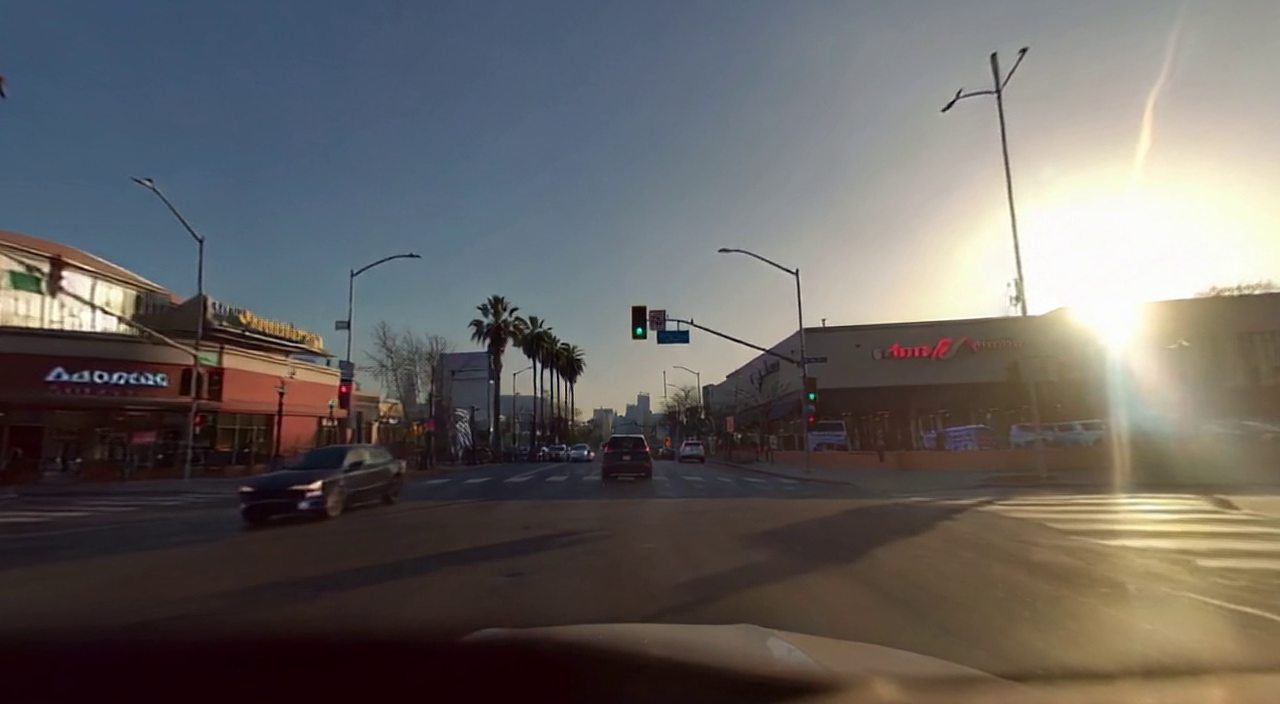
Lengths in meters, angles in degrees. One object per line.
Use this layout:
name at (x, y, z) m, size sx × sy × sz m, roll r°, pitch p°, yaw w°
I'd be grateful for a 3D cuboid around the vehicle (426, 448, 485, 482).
vehicle at (-9.331, 5.734, 32.269) m, size 1.866 × 1.541 × 3.953 m, roll -2°, pitch -9°, yaw 0°

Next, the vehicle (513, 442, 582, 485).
vehicle at (-3.450, 4.251, 24.411) m, size 1.921 × 1.491 × 4.332 m, roll 0°, pitch -9°, yaw 1°

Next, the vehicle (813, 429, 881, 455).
vehicle at (11.486, 5.075, 35.356) m, size 2.598 × 1.299 × 3.611 m, roll -1°, pitch -10°, yaw 0°

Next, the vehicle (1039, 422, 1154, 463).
vehicle at (19.363, 3.818, 27.048) m, size 1.865 × 1.473 × 3.989 m, roll 1°, pitch -5°, yaw -3°

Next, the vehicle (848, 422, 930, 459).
vehicle at (11.562, 4.188, 29.671) m, size 1.899 × 1.550 × 4.531 m, roll -1°, pitch -9°, yaw -1°

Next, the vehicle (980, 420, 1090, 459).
vehicle at (16.789, 3.771, 27.143) m, size 1.850 × 1.509 × 4.297 m, roll 0°, pitch -9°, yaw -1°

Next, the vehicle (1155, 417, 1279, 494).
vehicle at (15.962, 2.514, 15.564) m, size 4.583 × 1.741 × 2.117 m, roll -1°, pitch -9°, yaw 1°

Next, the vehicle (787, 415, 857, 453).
vehicle at (11.448, 5.300, 40.222) m, size 2.652 × 2.045 × 5.359 m, roll -3°, pitch -9°, yaw -1°

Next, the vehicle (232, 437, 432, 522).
vehicle at (-6.373, 2.688, 13.863) m, size 2.032 × 1.508 × 4.661 m, roll 0°, pitch -9°, yaw 0°

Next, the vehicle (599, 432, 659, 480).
vehicle at (-0.477, 4.316, 26.280) m, size 2.264 × 1.798 × 4.531 m, roll 0°, pitch -9°, yaw -1°

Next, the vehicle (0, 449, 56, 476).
vehicle at (-40.413, 7.202, 40.825) m, size 1.615 × 1.455 × 3.501 m, roll -8°, pitch -5°, yaw 27°

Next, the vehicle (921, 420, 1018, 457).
vehicle at (14.258, 3.833, 27.664) m, size 1.797 × 1.443 × 4.451 m, roll -1°, pitch -9°, yaw -1°
